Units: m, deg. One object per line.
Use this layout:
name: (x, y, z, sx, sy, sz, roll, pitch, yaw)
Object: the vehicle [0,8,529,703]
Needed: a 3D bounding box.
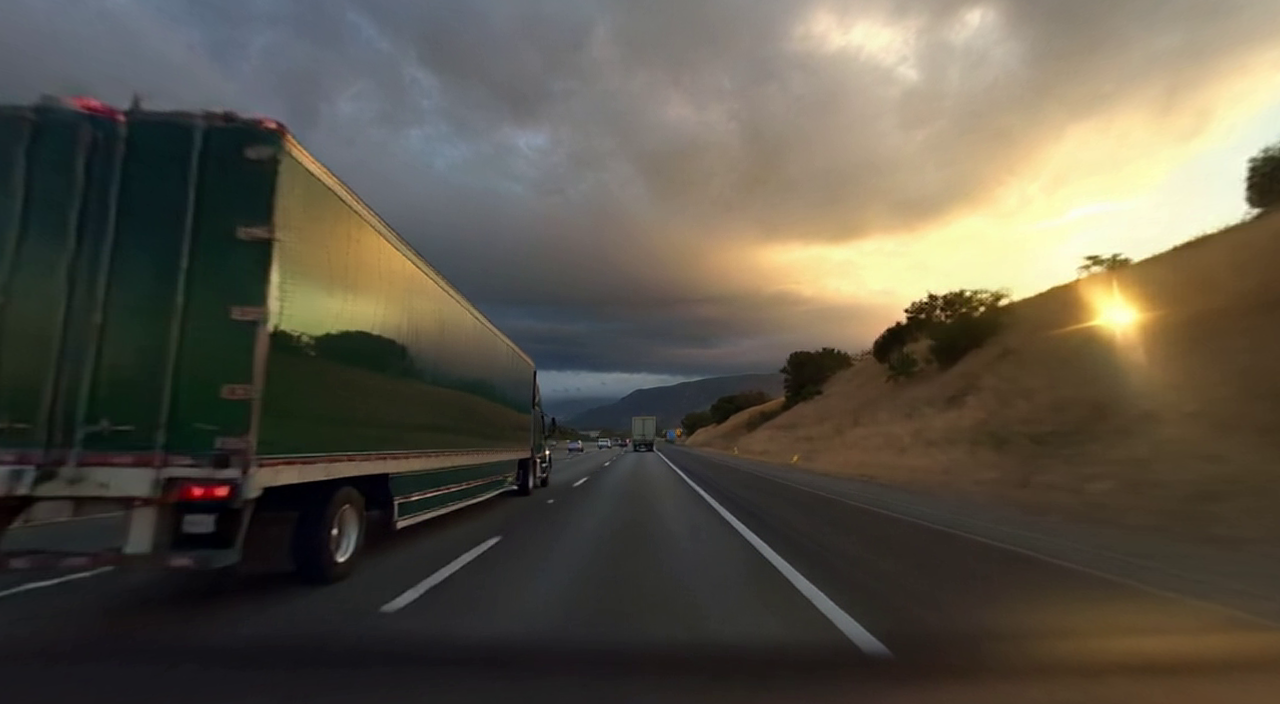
vehicle: (-3.751, 0.806, 8.077, 2.789, 3.271, 10.894, 1, -8, -1)
